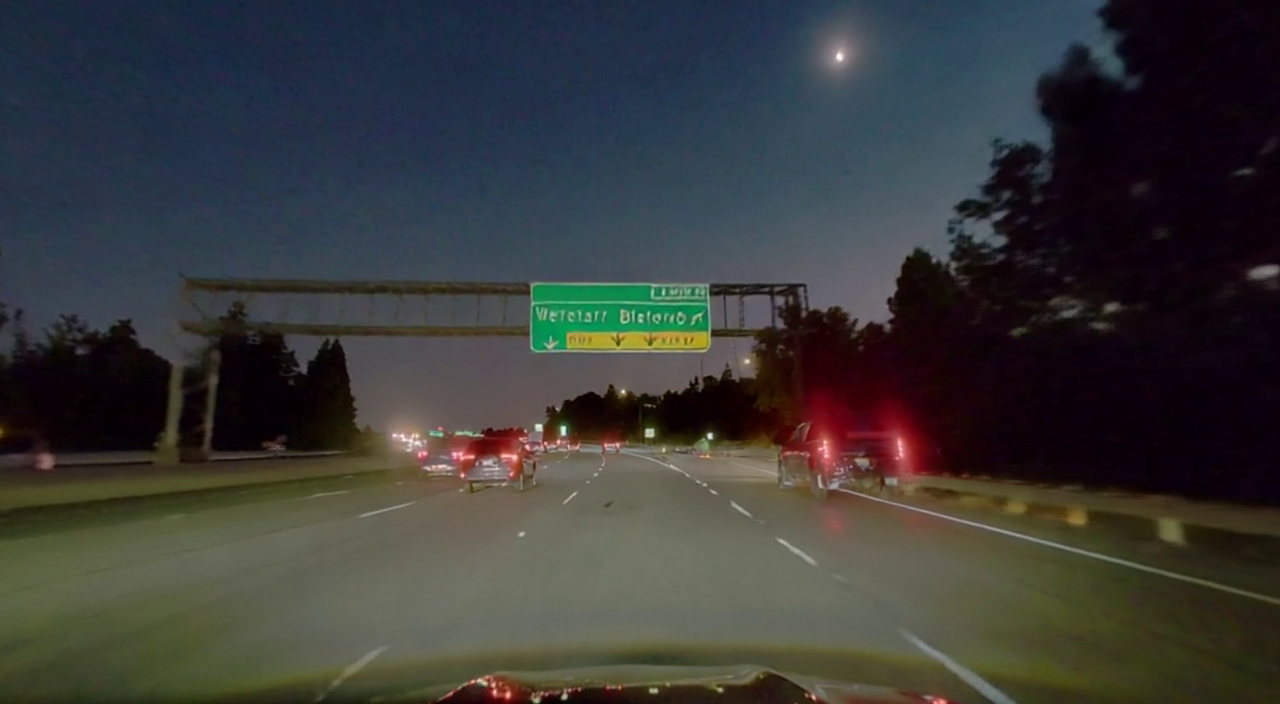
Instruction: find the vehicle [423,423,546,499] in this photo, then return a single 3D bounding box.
[{"bbox_3d":[-4.089,2.962,17.505,2.142,1.789,5.009,0,-8,0],"label":"vehicle"}]
